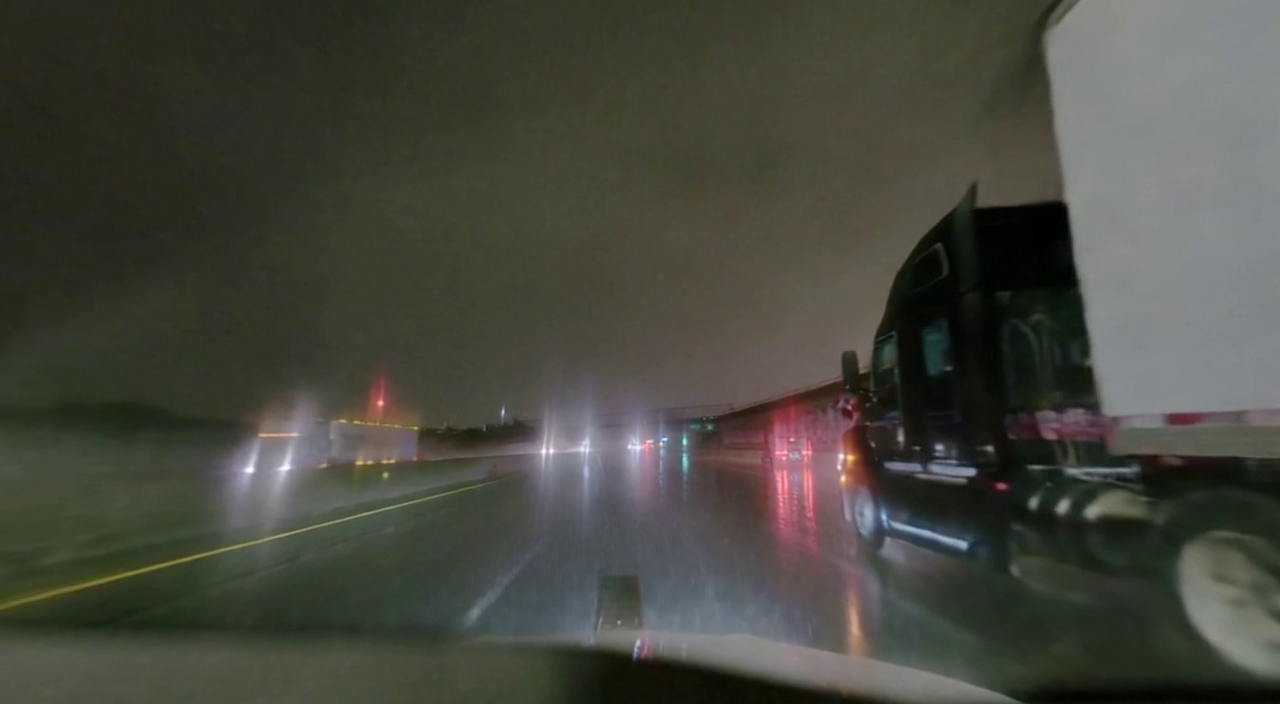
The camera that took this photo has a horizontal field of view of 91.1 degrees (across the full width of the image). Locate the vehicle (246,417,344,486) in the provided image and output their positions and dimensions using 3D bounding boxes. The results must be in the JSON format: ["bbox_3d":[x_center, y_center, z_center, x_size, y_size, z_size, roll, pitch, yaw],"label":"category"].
[{"bbox_3d":[-20.448,5.931,37.592,3.053,3.842,4.764,0,-9,-1],"label":"vehicle"}]

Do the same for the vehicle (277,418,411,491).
[{"bbox_3d":[-20.589,7.333,45.386,3.091,4.397,13.932,0,-9,-1],"label":"vehicle"}]

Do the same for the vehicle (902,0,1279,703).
[{"bbox_3d":[4.433,0.003,3.696,3.016,3.938,5.838,0,-9,-1],"label":"vehicle"}]
